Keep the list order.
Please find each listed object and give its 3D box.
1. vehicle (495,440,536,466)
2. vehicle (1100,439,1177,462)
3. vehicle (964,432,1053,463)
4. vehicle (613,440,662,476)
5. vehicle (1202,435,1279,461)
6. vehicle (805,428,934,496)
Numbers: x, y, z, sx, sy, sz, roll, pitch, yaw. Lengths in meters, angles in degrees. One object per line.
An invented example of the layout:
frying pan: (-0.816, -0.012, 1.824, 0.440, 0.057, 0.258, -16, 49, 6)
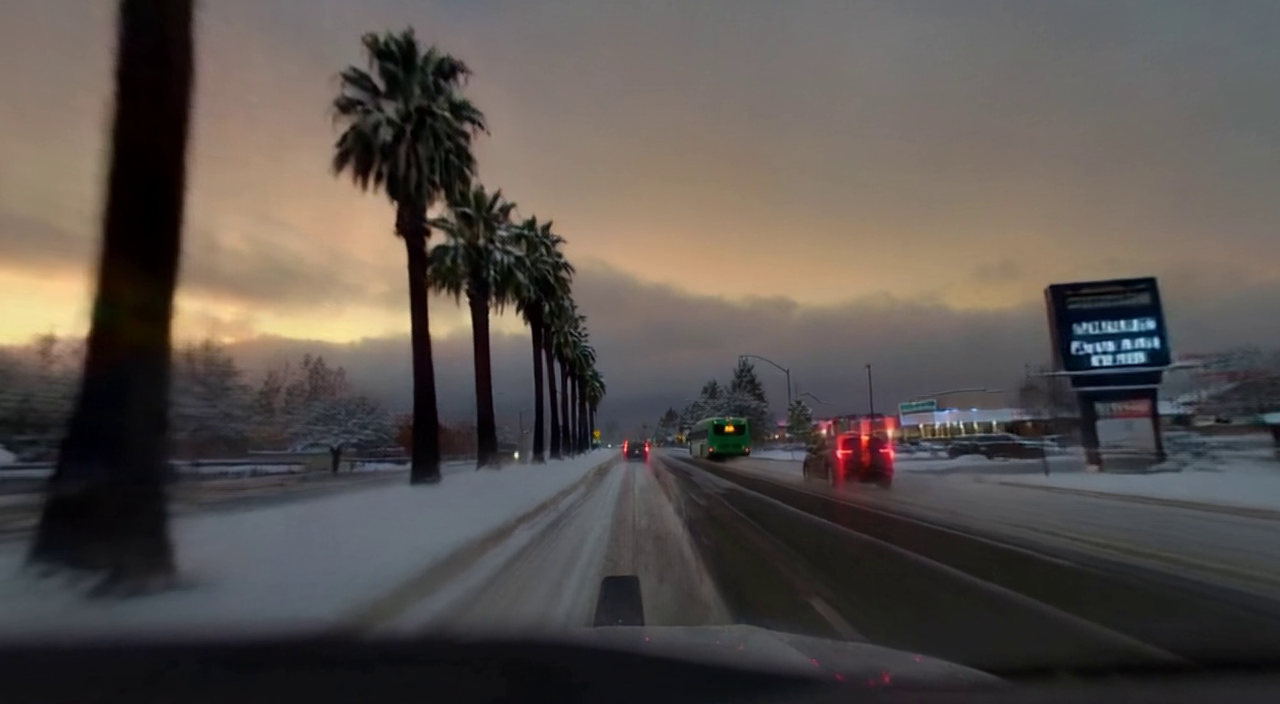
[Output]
vehicle: (-8.928, 7.287, 45.699, 2.106, 1.817, 4.847, 0, -9, -1)
vehicle: (36.065, 7.167, 45.872, 1.818, 1.451, 4.263, -2, -10, -5)
vehicle: (23.836, 6.185, 40.960, 4.595, 1.845, 1.919, 0, -8, -6)
vehicle: (-0.090, 4.781, 28.769, 2.065, 1.477, 4.306, 0, -9, 0)
vehicle: (36.049, 5.680, 37.327, 1.831, 1.432, 4.544, -1, -9, 6)
vehicle: (6.311, 3.075, 17.965, 2.031, 1.670, 4.154, 0, -9, -1)
